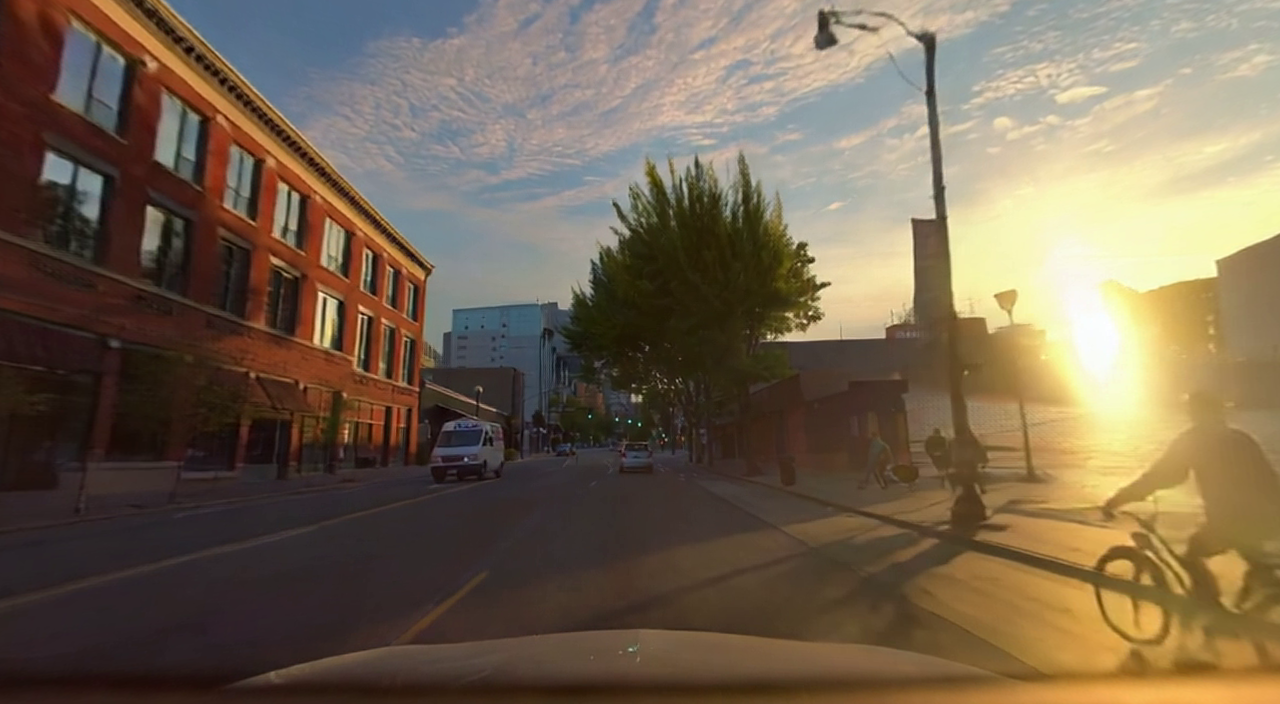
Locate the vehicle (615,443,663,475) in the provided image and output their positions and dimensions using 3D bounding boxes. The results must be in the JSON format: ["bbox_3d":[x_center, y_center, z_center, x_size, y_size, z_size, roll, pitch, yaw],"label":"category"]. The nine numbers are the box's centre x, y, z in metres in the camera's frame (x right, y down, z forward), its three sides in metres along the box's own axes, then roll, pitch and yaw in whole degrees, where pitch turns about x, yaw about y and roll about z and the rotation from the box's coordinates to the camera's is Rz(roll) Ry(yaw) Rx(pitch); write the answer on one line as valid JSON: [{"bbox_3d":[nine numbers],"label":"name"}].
[{"bbox_3d":[-0.085,5.617,33.417,2.356,1.572,4.810,0,-9,-1],"label":"vehicle"}]

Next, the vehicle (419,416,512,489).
[{"bbox_3d":[-7.007,4.103,26.159,2.418,2.620,5.522,-1,-8,-1],"label":"vehicle"}]
